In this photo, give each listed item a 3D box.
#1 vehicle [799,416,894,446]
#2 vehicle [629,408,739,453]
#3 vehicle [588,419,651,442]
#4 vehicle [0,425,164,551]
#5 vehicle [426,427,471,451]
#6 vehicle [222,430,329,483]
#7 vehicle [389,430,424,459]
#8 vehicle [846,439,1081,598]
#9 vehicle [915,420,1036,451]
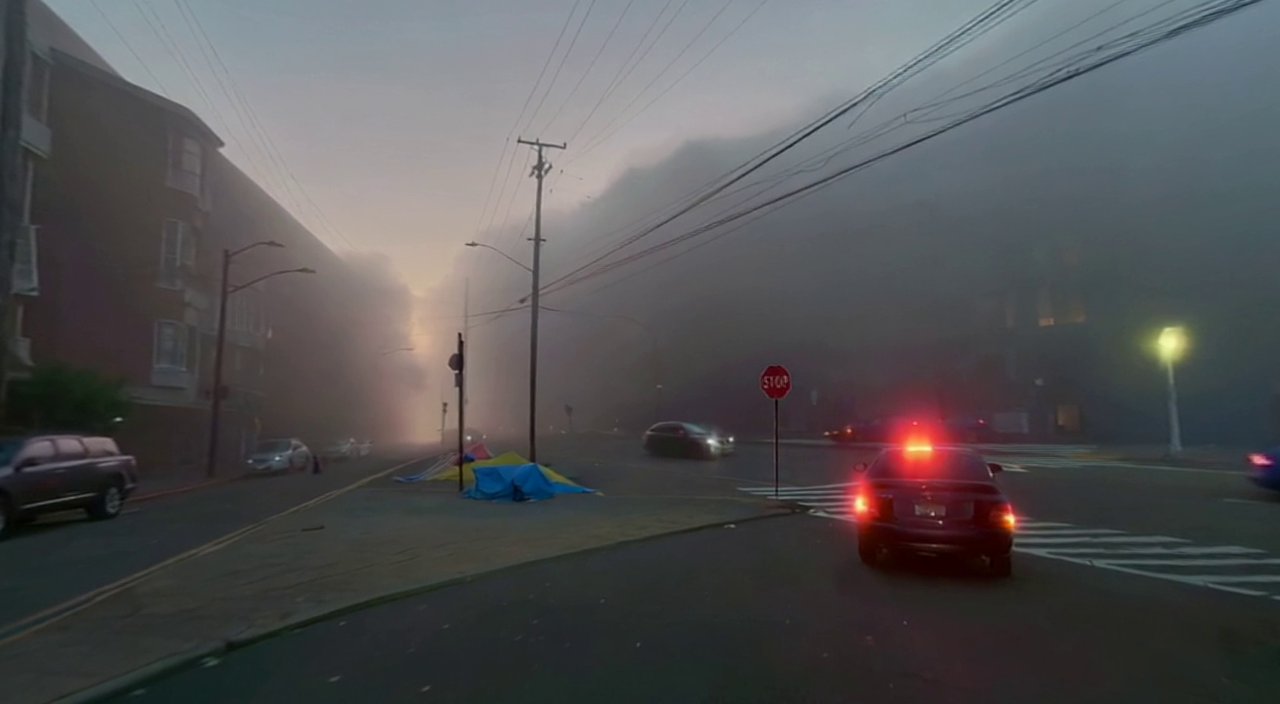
[{"bbox_3d":[10.770,4.216,33.259,1.790,1.468,4.422,7,-11,-39],"label":"vehicle"},{"bbox_3d":[2.024,3.896,30.939,2.152,1.970,5.506,5,-10,-38],"label":"vehicle"},{"bbox_3d":[-1.468,5.495,43.938,2.089,1.506,4.641,6,-10,-36],"label":"vehicle"},{"bbox_3d":[-10.606,2.208,10.699,1.934,1.798,5.317,2,-9,-13],"label":"vehicle"},{"bbox_3d":[-14.646,6.666,48.218,1.870,1.724,4.320,6,-10,-36],"label":"vehicle"},{"bbox_3d":[-14.006,4.034,24.682,2.054,1.800,5.212,1,-9,-12],"label":"vehicle"},{"bbox_3d":[-15.152,6.024,41.138,1.987,1.686,3.971,0,-8,-18],"label":"vehicle"},{"bbox_3d":[4.709,2.073,8.895,1.945,1.647,4.160,-7,-11,39],"label":"vehicle"},{"bbox_3d":[16.401,4.151,31.118,1.824,1.414,4.820,7,-11,-39],"label":"vehicle"}]
